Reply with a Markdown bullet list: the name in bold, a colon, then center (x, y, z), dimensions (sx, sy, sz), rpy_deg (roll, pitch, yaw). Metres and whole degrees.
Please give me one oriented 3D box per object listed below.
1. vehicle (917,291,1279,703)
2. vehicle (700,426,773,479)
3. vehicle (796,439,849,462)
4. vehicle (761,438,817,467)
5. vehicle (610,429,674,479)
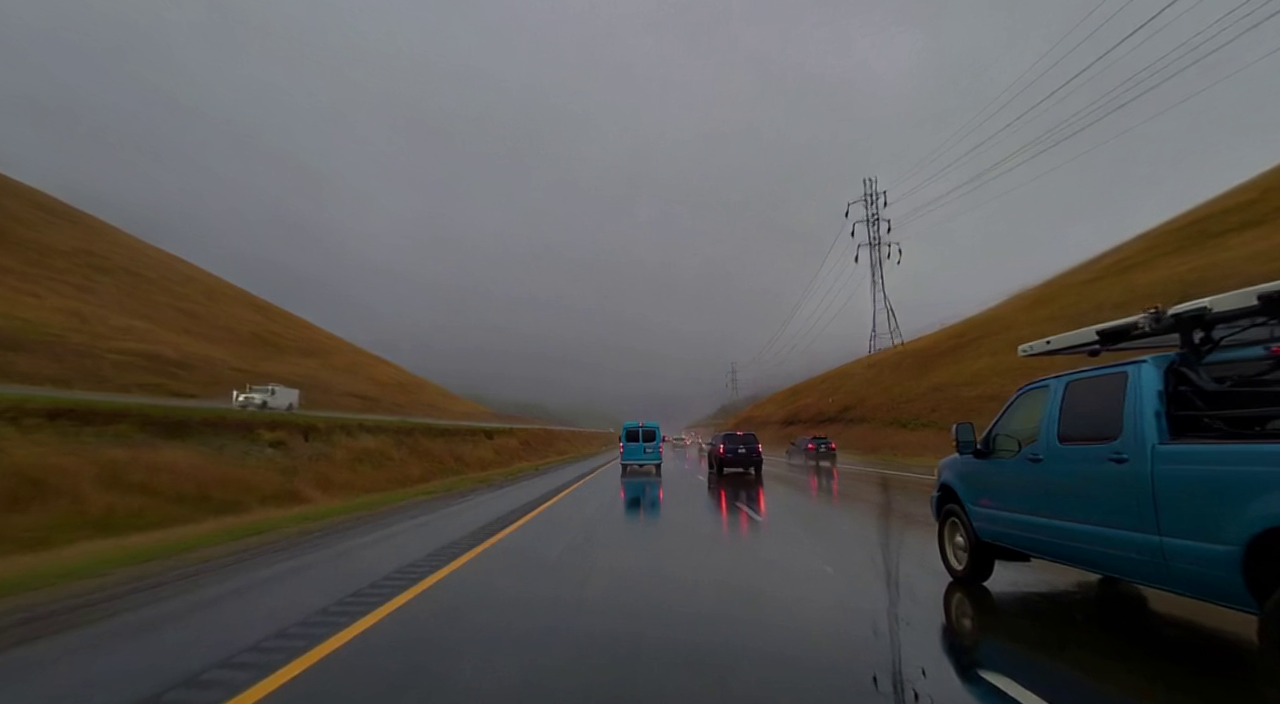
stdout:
- **vehicle**: center (3.847, 0.757, 2.699), dimensions (2.691, 1.901, 5.744), rpy_deg (0, -8, 0)
- **vehicle**: center (3.617, 3.881, 24.540), dimensions (2.139, 1.821, 4.480), rpy_deg (0, -8, 0)
- **vehicle**: center (12.105, 6.562, 42.157), dimensions (2.087, 1.406, 4.875), rpy_deg (0, -8, 0)
- **vehicle**: center (8.144, 5.514, 34.942), dimensions (2.075, 1.493, 4.305), rpy_deg (0, -7, 0)
- **vehicle**: center (0.109, 3.976, 24.845), dimensions (2.268, 1.772, 4.523), rpy_deg (0, -8, 1)
